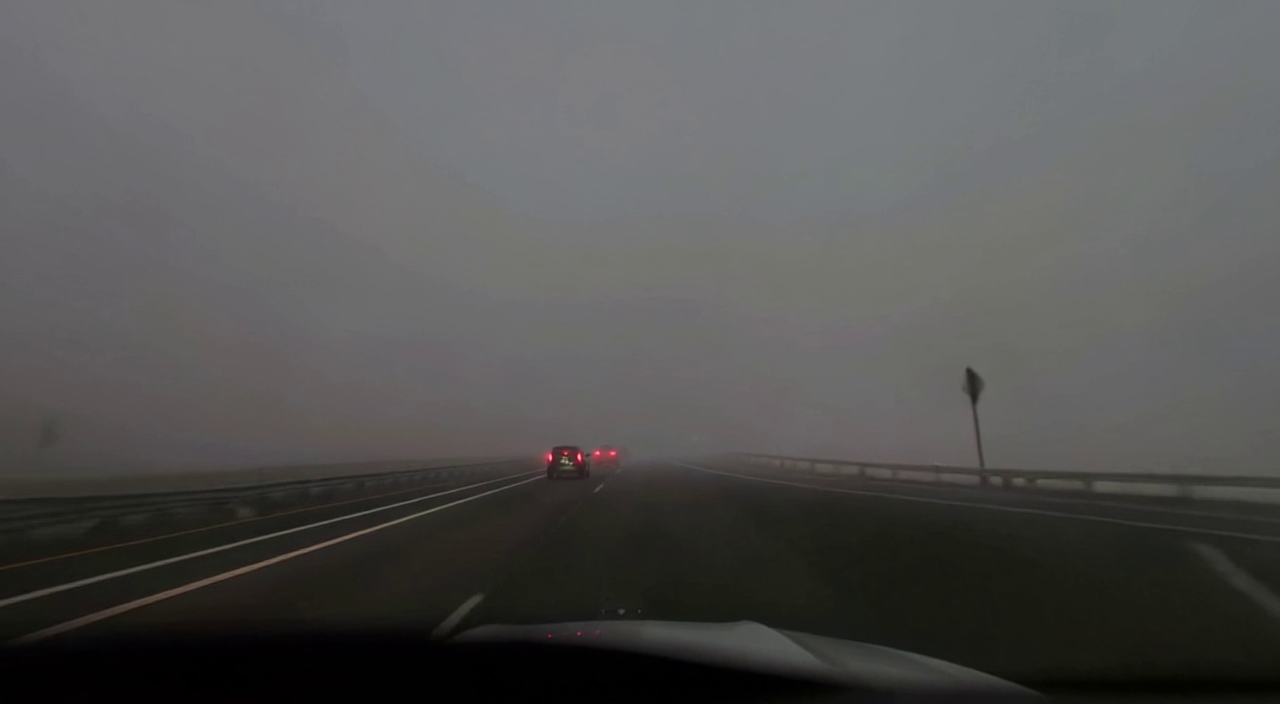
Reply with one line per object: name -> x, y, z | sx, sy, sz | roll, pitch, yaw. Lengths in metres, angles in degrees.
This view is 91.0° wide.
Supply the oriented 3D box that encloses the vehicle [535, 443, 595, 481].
vehicle -> -3.254, 4.884, 28.245 | 2.044, 1.527, 4.607 | 0, -9, 2
